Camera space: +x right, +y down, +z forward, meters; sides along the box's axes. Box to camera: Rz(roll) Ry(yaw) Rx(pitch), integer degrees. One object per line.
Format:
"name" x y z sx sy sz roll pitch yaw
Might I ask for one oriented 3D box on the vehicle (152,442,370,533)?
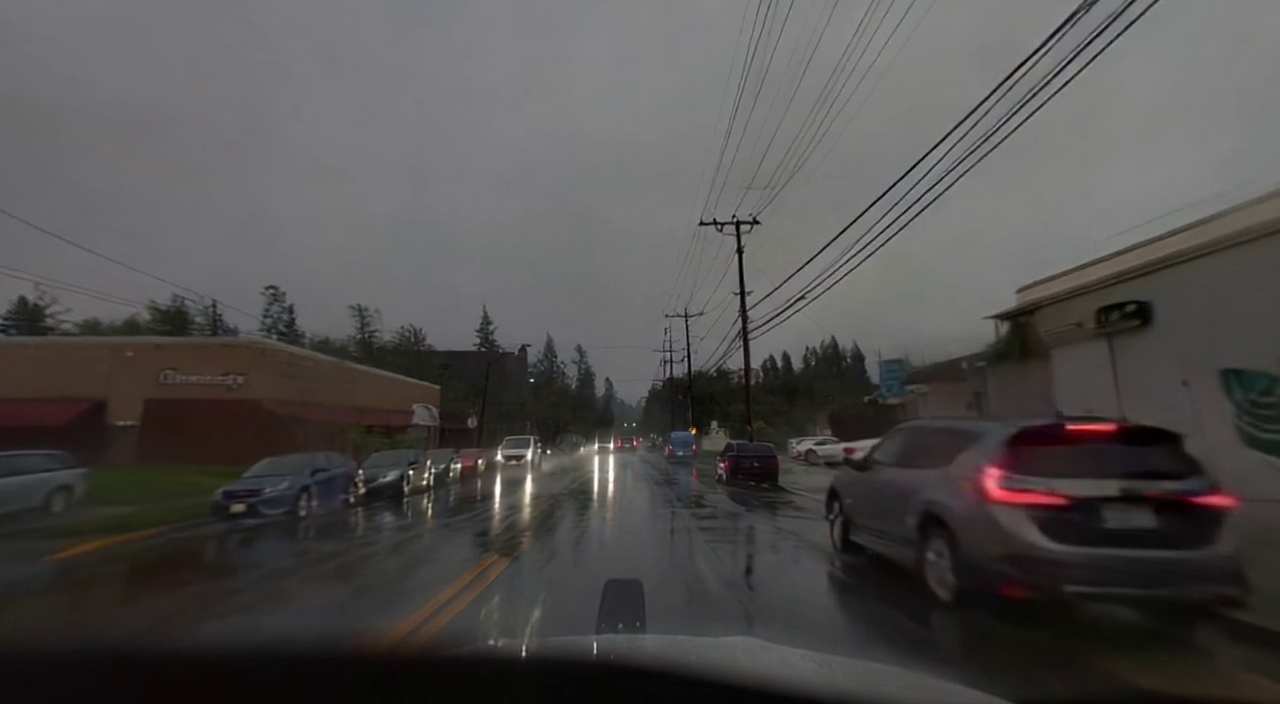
"vehicle" -8.447 2.998 14.847 2.113 1.665 5.062 0 -8 -2

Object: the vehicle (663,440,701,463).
"vehicle" 3.038 7.023 44.732 2.261 1.503 4.695 -2 -8 8

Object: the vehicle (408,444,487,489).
"vehicle" -8.323 4.942 27.850 1.791 1.622 5.056 -2 -7 2

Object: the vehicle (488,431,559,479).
"vehicle" -5.209 4.655 28.737 2.152 1.918 4.217 -3 -8 4

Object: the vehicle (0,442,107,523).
"vehicle" -14.837 2.845 13.788 1.969 1.741 5.148 0 -9 -1

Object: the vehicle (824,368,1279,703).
"vehicle" 3.471 1.398 6.008 2.025 1.843 4.883 0 -9 1

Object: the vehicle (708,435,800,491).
"vehicle" 3.557 3.559 20.707 2.136 1.586 4.919 0 -8 1
